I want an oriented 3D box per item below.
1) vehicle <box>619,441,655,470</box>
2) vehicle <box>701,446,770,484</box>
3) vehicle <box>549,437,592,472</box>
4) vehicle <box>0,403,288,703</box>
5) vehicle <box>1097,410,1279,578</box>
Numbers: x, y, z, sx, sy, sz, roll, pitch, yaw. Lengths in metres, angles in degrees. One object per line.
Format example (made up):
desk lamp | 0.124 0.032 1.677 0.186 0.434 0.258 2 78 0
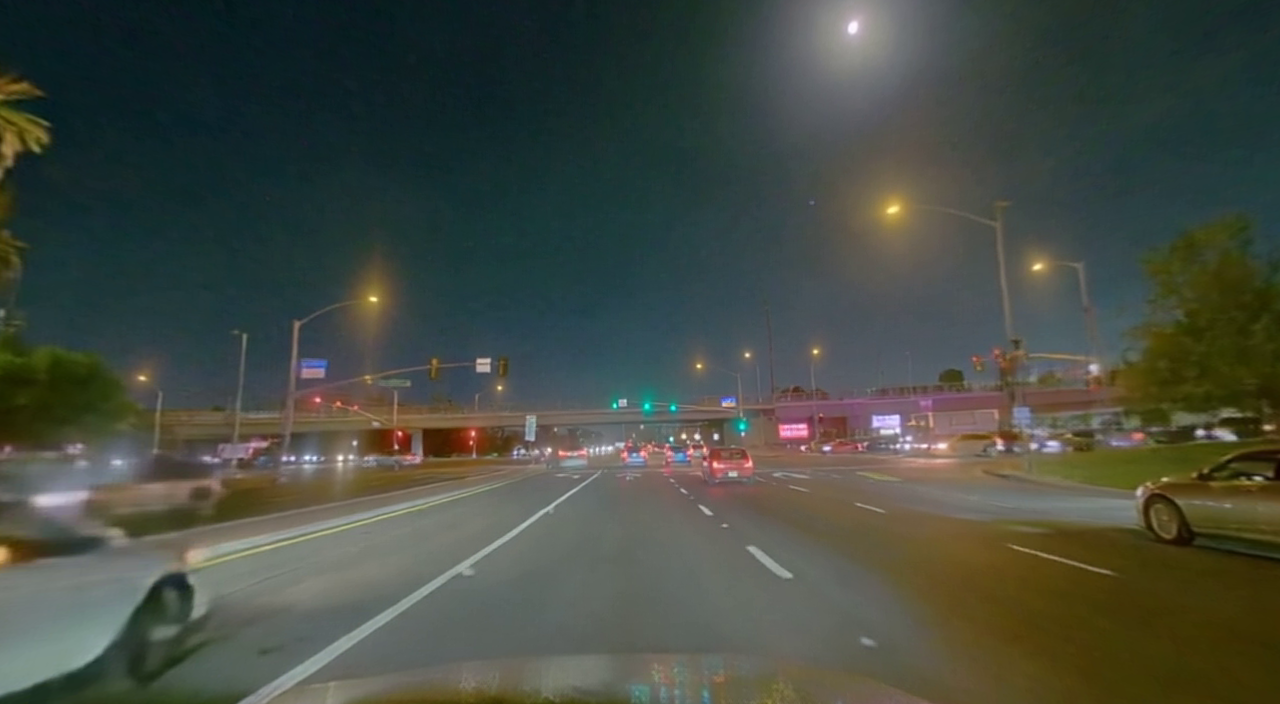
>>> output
vehicle | -0.218 6.574 40.058 2.172 1.694 4.055 0 -9 0
vehicle | 3.824 4.587 25.872 2.156 1.404 4.120 0 -9 0
vehicle | -4.524 6.499 39.979 2.485 2.012 5.498 1 -9 -9
vehicle | -3.621 0.968 2.529 2.111 1.506 4.018 0 -9 -1
vehicle | 7.329 1.460 6.563 1.964 1.647 4.114 0 -8 0
